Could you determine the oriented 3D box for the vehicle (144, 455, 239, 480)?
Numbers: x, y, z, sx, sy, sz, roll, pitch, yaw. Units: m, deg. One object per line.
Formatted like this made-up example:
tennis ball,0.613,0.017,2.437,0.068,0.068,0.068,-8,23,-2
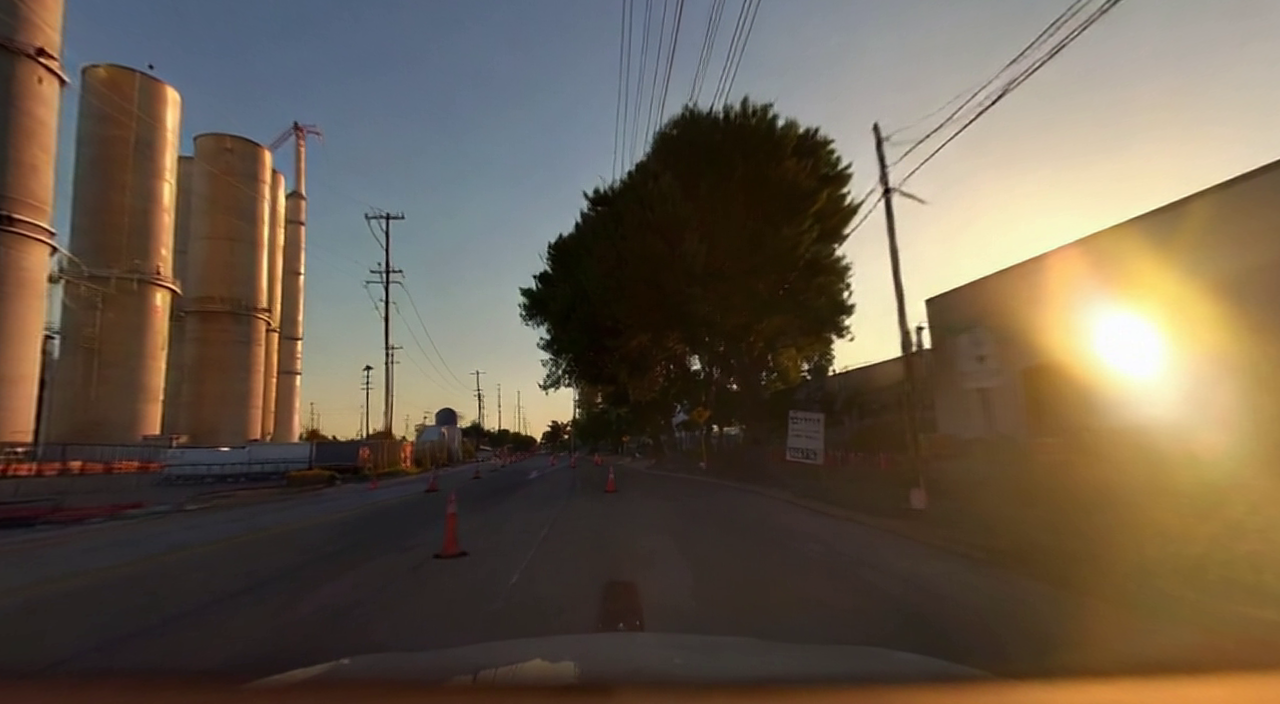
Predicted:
vehicle,-26.894,6.921,37.982,4.184,1.411,1.855,1,-9,-6
